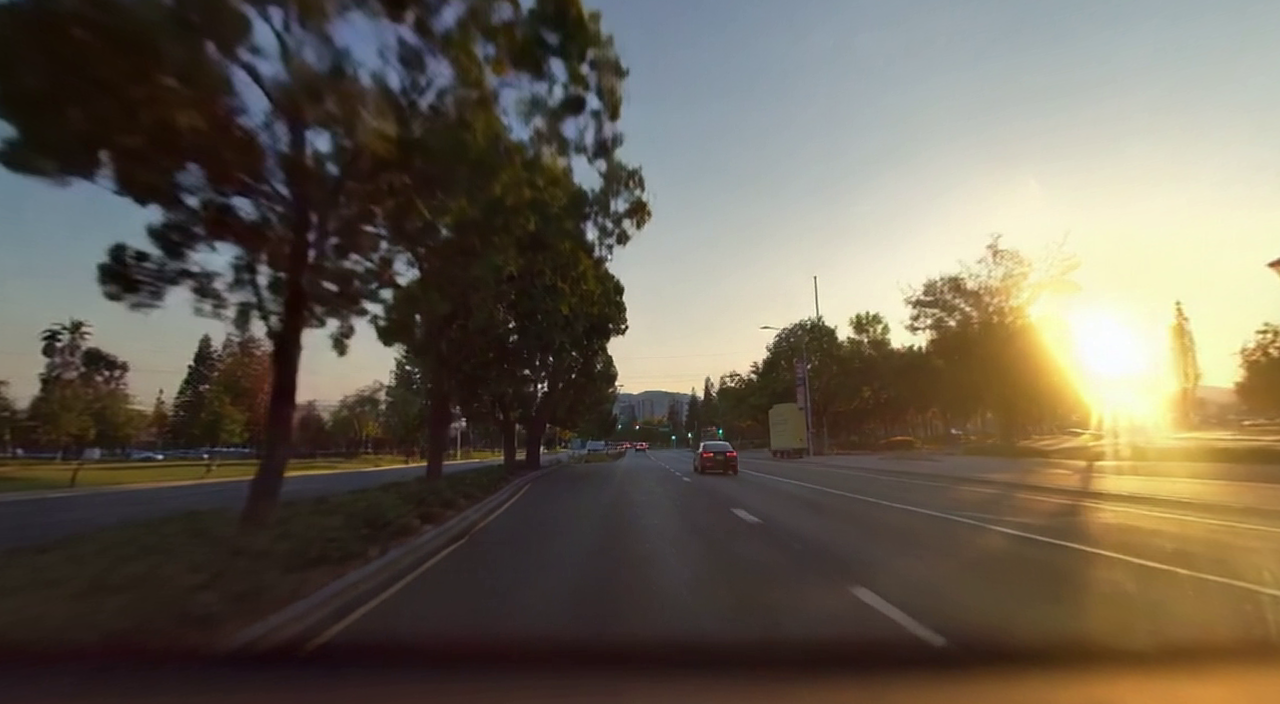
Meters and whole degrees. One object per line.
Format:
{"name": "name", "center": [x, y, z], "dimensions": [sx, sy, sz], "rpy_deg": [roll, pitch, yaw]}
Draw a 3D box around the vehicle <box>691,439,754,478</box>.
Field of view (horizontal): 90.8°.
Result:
{"name": "vehicle", "center": [3.332, 4.410, 26.421], "dimensions": [1.948, 1.479, 4.620], "rpy_deg": [0, -8, -1]}
